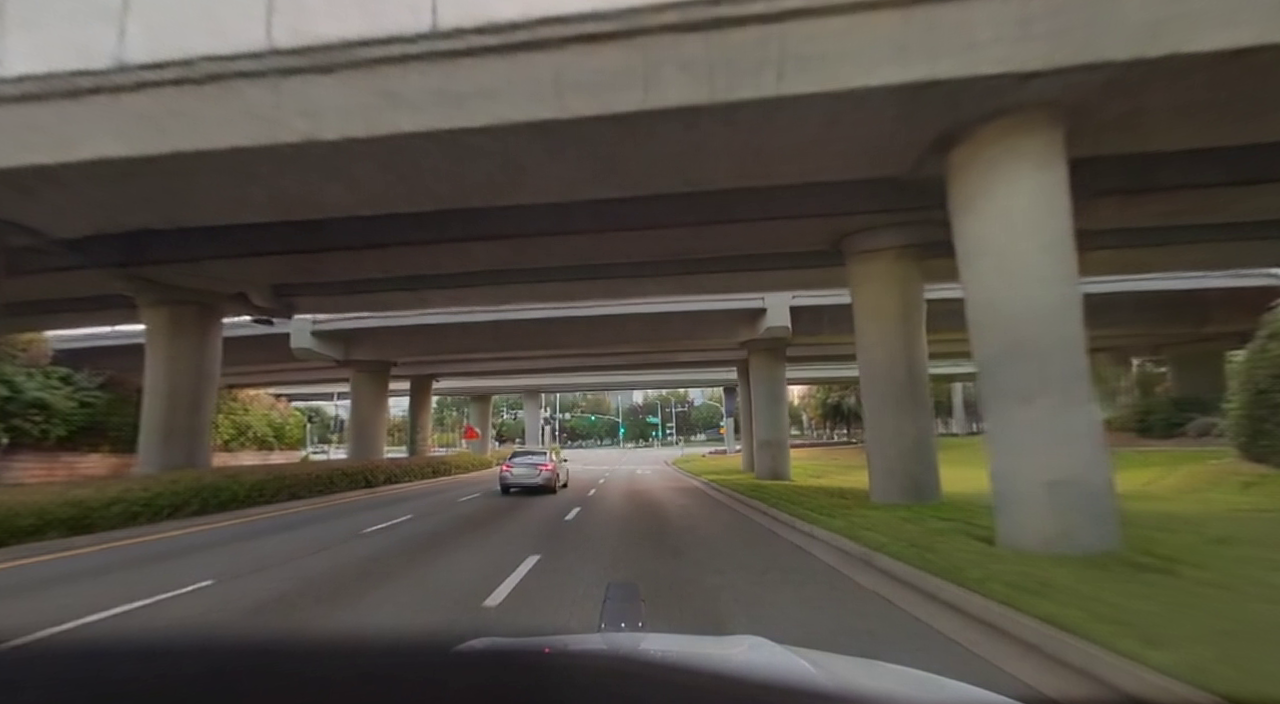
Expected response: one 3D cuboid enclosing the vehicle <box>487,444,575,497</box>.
[{"bbox_3d":[-3.324,3.719,20.137,1.963,1.460,4.614,0,-9,0],"label":"vehicle"}]
